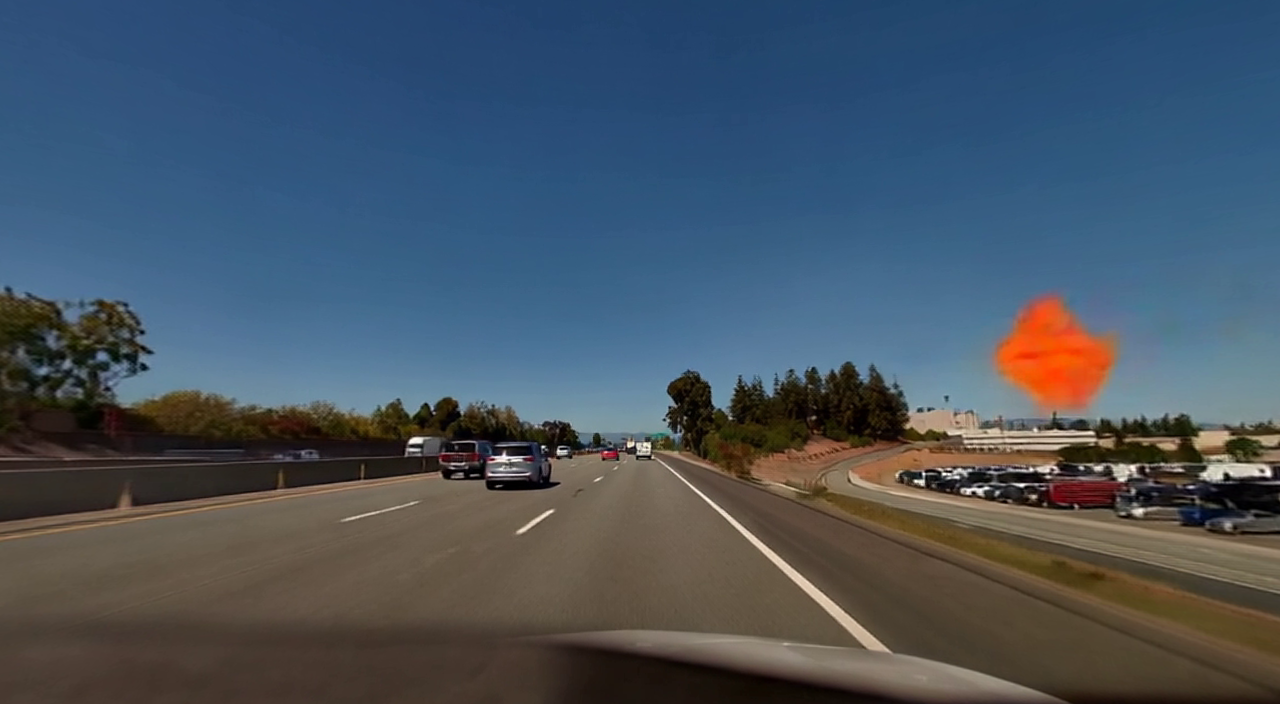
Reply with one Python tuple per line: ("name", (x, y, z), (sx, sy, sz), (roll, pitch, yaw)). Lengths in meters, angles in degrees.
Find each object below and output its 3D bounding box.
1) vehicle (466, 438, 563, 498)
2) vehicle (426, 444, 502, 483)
("vehicle", (-3.793, 3.595, 19.903), (2.070, 1.665, 4.213), (0, -9, 2))
("vehicle", (-7.557, 4.822, 27.570), (1.991, 1.538, 4.360), (0, -9, 1))
